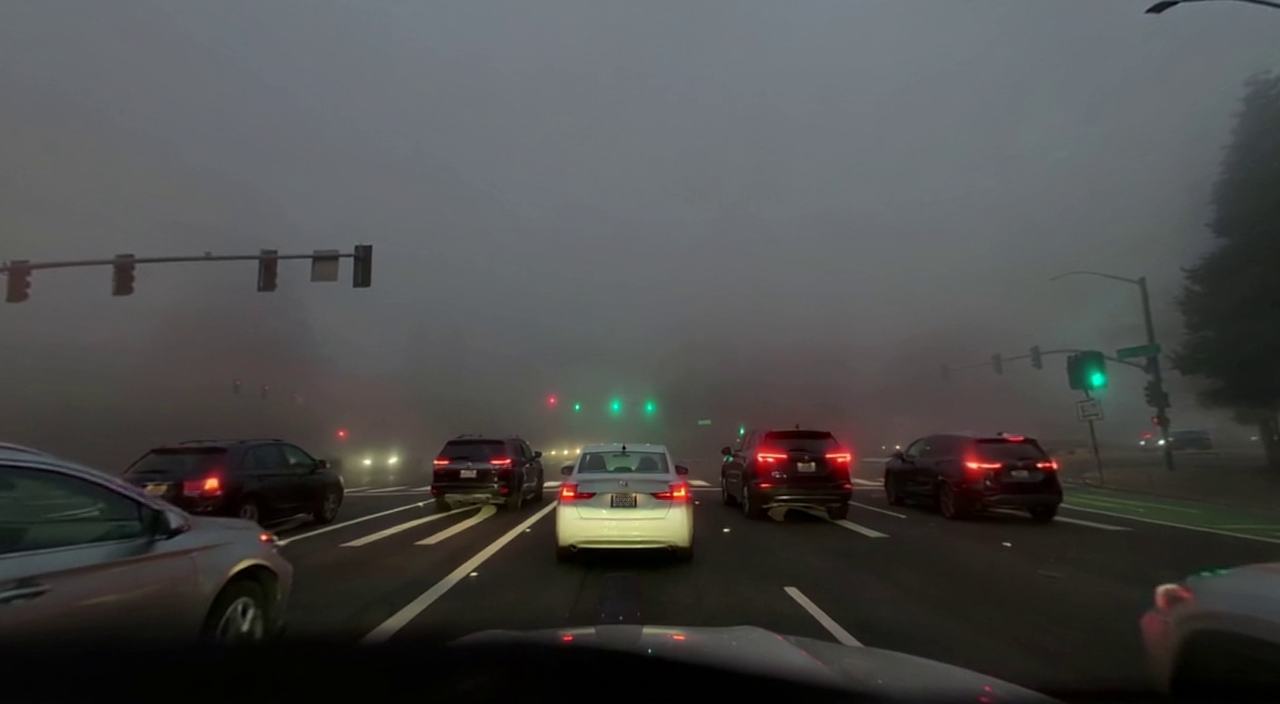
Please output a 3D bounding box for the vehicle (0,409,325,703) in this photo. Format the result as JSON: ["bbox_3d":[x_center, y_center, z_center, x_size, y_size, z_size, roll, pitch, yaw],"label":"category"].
[{"bbox_3d":[-3.201,0.926,2.074,2.045,1.463,4.490,0,-8,-1],"label":"vehicle"}]

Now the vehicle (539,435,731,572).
[{"bbox_3d":[-0.106,1.952,8.948,2.098,1.461,3.958,0,-8,-2],"label":"vehicle"}]

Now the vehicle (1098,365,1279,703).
[{"bbox_3d":[3.062,0.571,0.273,1.996,1.566,4.917,0,-8,-1],"label":"vehicle"}]

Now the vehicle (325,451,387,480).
[{"bbox_3d":[-18.264,7.284,40.853,1.933,1.677,4.508,0,-8,0],"label":"vehicle"}]

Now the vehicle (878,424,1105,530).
[{"bbox_3d":[6.494,2.335,12.367,1.945,1.706,4.190,0,-8,-1],"label":"vehicle"}]

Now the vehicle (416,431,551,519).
[{"bbox_3d":[-3.380,2.743,14.608,2.033,1.714,4.278,0,-8,0],"label":"vehicle"}]

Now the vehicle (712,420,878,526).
[{"bbox_3d":[2.895,2.381,13.002,2.138,1.778,4.422,0,-8,-2],"label":"vehicle"}]
